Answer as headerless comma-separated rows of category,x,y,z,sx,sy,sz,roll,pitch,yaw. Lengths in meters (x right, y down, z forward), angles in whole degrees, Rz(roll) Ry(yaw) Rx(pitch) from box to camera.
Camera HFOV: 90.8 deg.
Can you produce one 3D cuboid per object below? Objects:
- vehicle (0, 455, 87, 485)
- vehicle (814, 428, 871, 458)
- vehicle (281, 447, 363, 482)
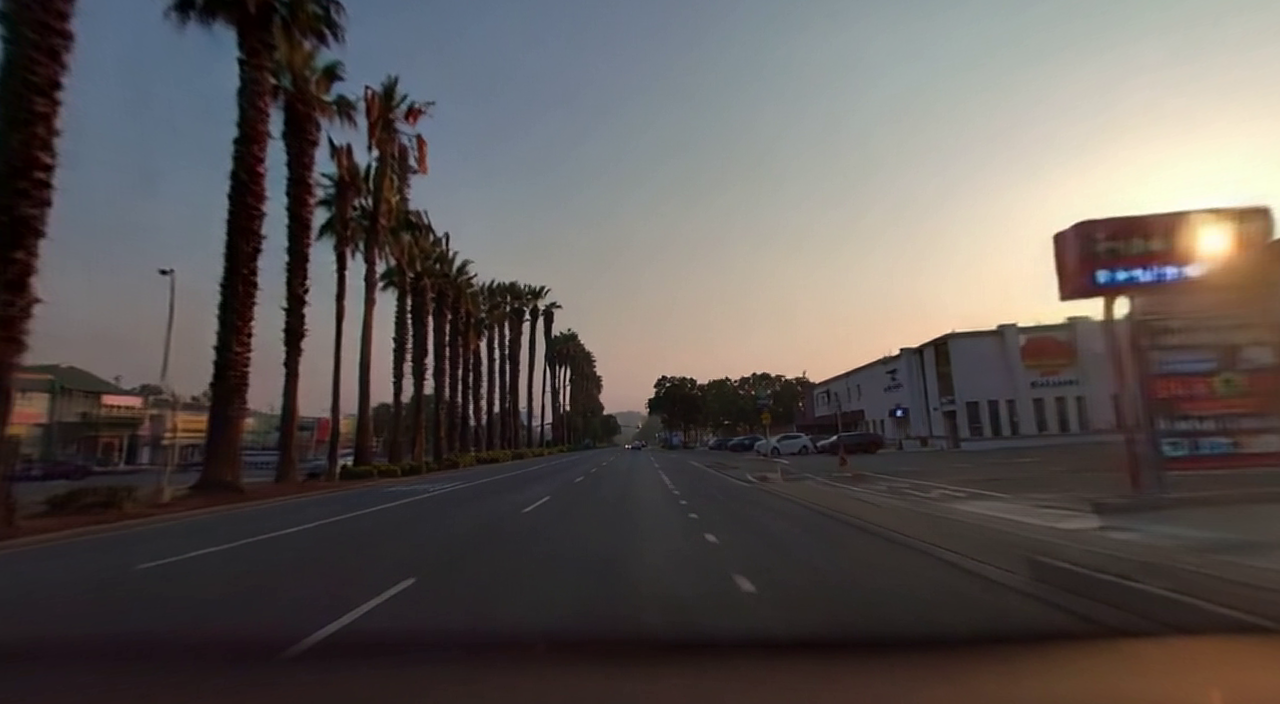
vehicle,-37.183,7.118,38.205,5.410,1.633,2.366,7,-11,-39
vehicle,12.454,5.675,39.213,1.909,1.686,4.670,0,-9,0
vehicle,-16.674,5.873,33.370,1.876,1.460,4.483,-4,-7,3
